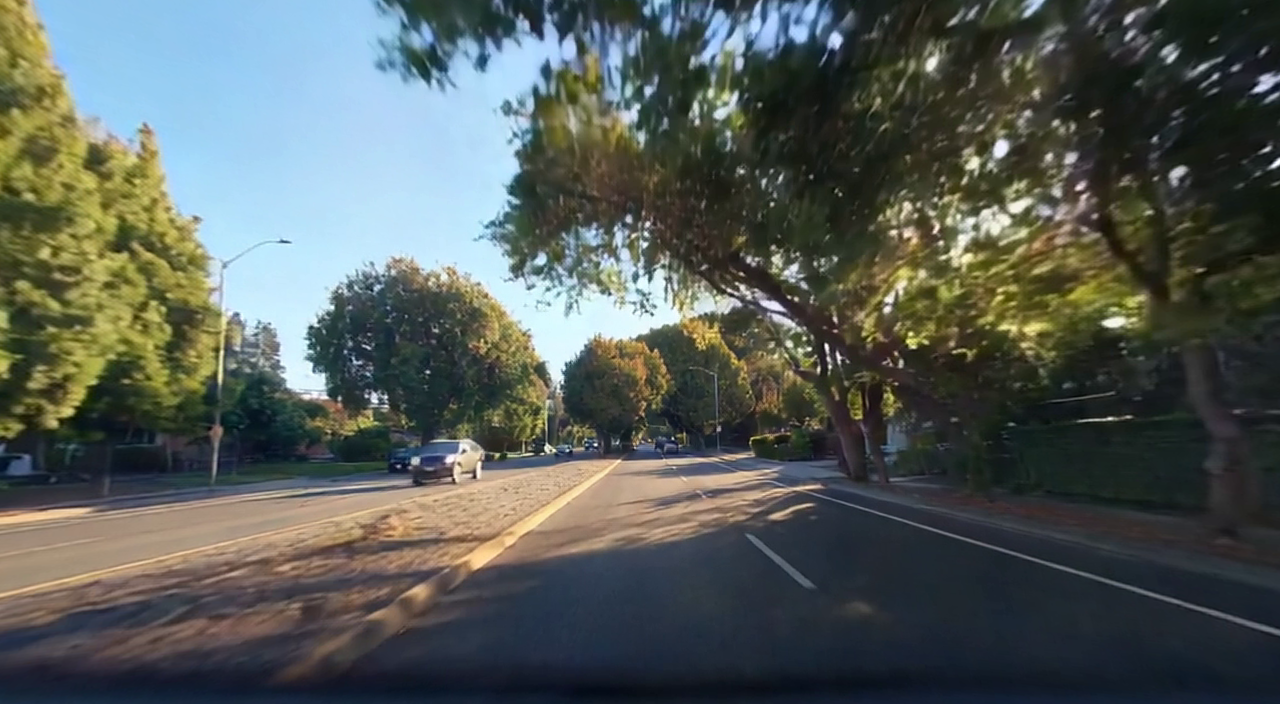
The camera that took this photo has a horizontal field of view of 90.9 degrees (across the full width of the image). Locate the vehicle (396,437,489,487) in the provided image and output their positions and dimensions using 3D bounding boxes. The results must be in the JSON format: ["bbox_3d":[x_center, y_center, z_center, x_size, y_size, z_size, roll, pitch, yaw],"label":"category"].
[{"bbox_3d":[-7.047,3.971,23.043,1.943,1.623,4.190,0,-8,1],"label":"vehicle"}]
